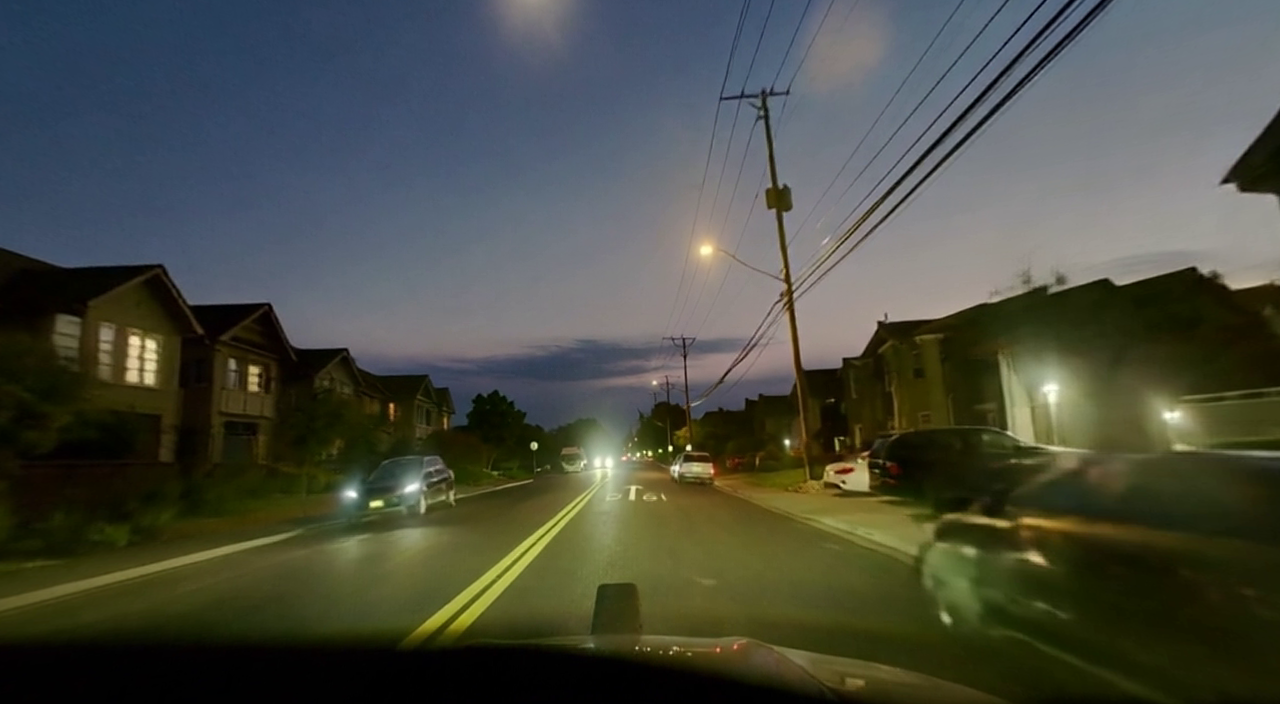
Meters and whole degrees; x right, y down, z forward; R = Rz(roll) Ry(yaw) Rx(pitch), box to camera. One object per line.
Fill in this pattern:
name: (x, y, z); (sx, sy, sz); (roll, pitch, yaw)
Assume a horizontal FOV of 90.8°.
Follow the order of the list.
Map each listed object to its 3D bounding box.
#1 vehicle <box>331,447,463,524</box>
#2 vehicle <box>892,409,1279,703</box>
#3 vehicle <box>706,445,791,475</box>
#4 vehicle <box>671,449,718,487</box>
vehicle: (-6.574, 3.653, 17.750); (2.056, 1.741, 4.532); (-3, -10, -2)
vehicle: (3.193, 1.081, 2.994); (2.076, 1.513, 4.305); (0, -9, -2)
vehicle: (7.185, 7.208, 42.337); (5.288, 1.871, 2.148); (0, -9, 0)
vehicle: (2.711, 5.823, 32.025); (1.945, 1.792, 3.903); (0, -9, -1)
